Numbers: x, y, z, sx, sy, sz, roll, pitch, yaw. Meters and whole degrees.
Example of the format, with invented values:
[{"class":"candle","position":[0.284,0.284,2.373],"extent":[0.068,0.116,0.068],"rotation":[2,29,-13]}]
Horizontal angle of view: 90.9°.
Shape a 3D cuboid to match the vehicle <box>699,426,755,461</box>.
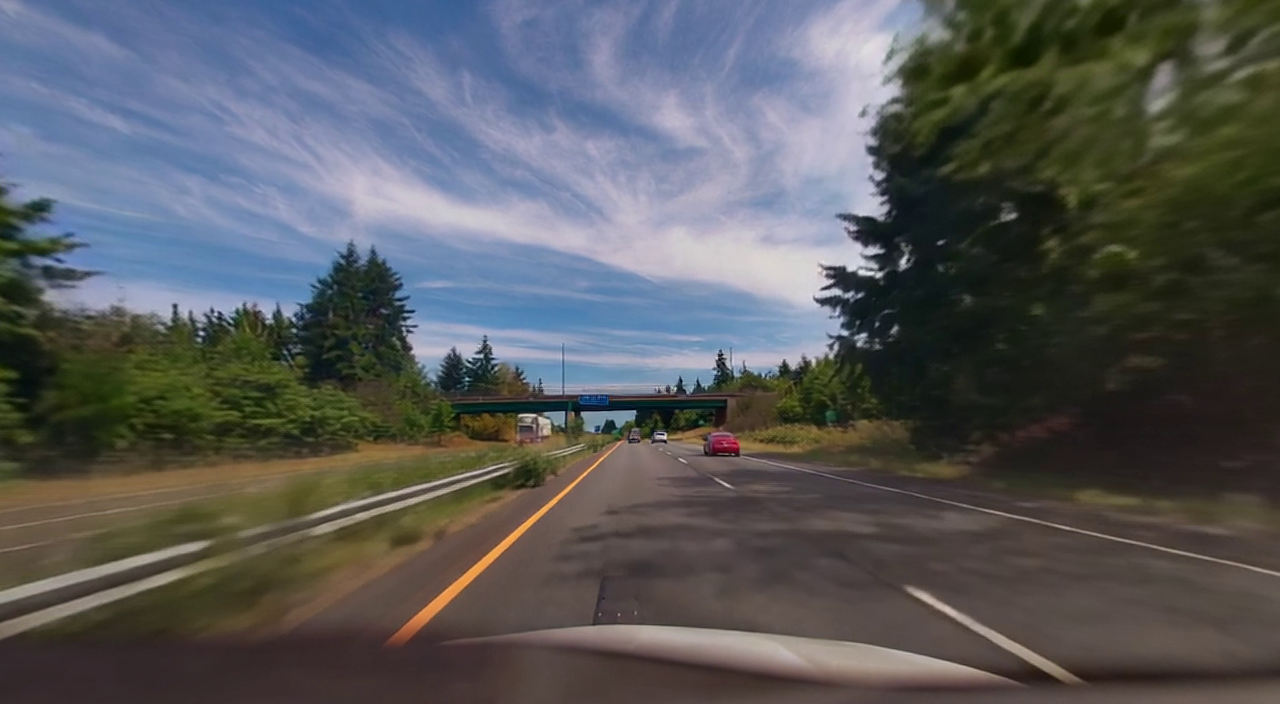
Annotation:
[{"class":"vehicle","position":[4.334,4.632,31.985],"extent":[2.073,1.651,4.065],"rotation":[0,-8,-2]}]
